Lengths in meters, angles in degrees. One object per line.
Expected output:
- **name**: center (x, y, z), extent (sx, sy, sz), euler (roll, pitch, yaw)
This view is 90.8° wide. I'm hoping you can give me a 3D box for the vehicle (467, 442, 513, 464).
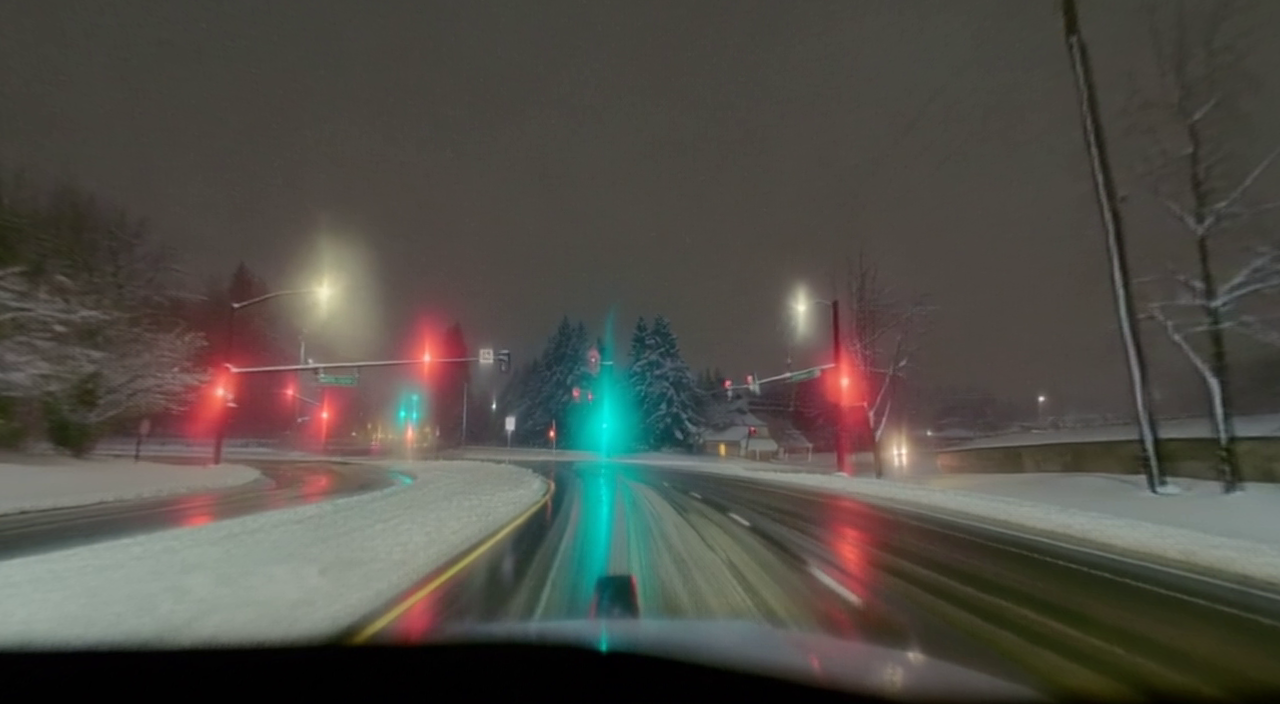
- **vehicle**: center (-11.010, 7.379, 46.197), extent (2.163, 1.537, 4.368), euler (5, -10, -28)
